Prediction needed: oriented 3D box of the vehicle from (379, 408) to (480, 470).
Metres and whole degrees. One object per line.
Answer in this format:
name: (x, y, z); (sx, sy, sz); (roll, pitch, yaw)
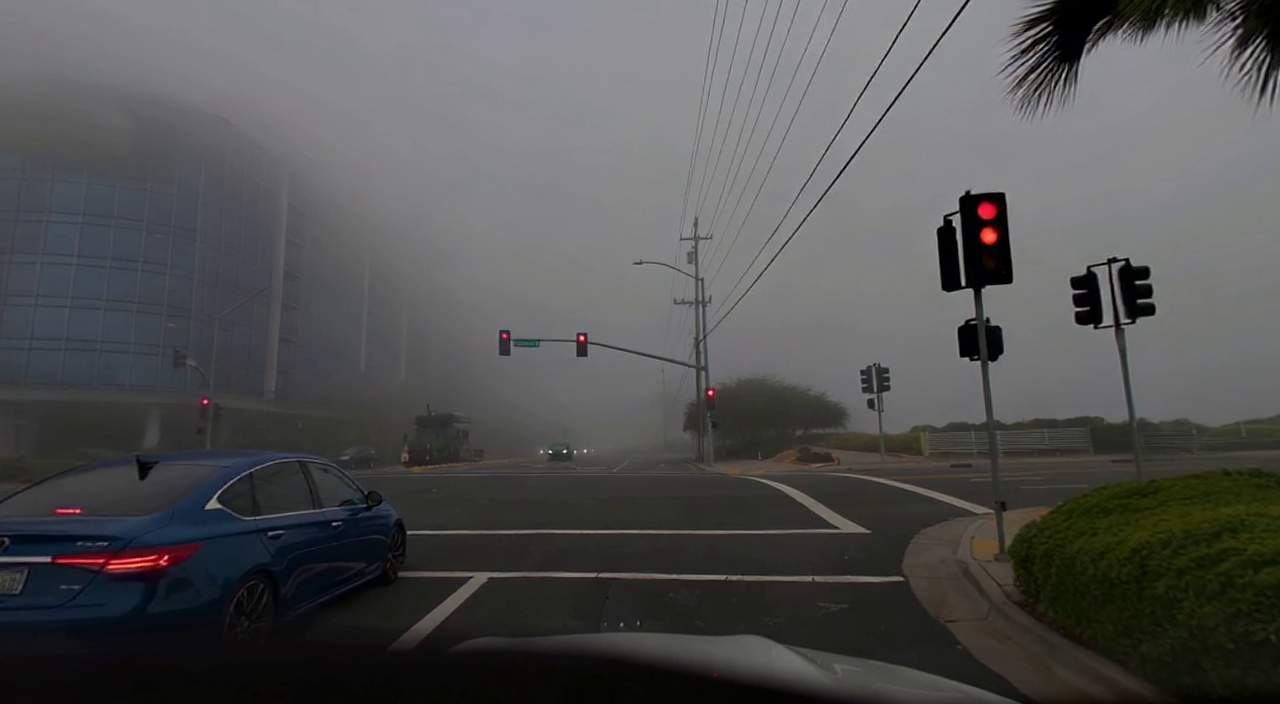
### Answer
vehicle: (-15.082, 6.499, 46.491); (3.014, 3.949, 11.279); (0, -9, 3)

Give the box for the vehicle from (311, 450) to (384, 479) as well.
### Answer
vehicle: (-15.368, 5.924, 33.294); (1.875, 1.389, 3.784); (0, -9, 3)

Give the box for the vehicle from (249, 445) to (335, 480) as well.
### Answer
vehicle: (-19.097, 6.058, 34.830); (2.017, 1.739, 4.569); (0, -9, 1)
